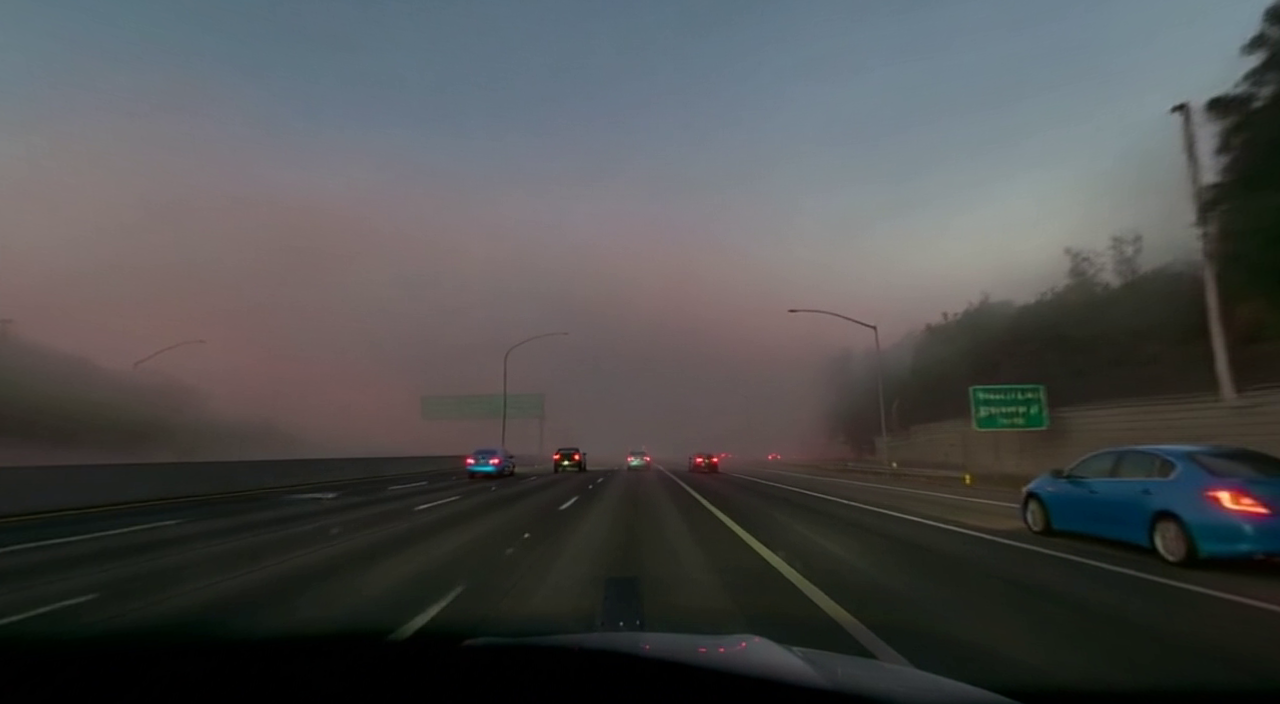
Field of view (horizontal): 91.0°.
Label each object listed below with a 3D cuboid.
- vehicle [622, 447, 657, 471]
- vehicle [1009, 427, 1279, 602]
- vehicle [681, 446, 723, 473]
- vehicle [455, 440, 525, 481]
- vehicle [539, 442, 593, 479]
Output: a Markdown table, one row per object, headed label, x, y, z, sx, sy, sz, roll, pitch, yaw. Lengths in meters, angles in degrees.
| label | x | y | z | sx | sy | sz | roll | pitch | yaw |
| --- | --- | --- | --- | --- | --- | --- | --- | --- | --- |
| vehicle | -0.036 | 7.108 | 42.118 | 2.166 | 1.496 | 4.158 | 0 | -8 | 0 |
| vehicle | 6.870 | 1.784 | 7.709 | 1.981 | 1.587 | 4.519 | 0 | -8 | 0 |
| vehicle | 3.719 | 6.593 | 38.810 | 2.077 | 1.527 | 4.553 | 0 | -8 | -1 |
| vehicle | -6.839 | 4.965 | 29.200 | 2.112 | 1.721 | 4.381 | 0 | -8 | 0 |
| vehicle | -3.573 | 5.315 | 31.163 | 2.091 | 1.664 | 4.157 | 0 | -8 | 1 |
